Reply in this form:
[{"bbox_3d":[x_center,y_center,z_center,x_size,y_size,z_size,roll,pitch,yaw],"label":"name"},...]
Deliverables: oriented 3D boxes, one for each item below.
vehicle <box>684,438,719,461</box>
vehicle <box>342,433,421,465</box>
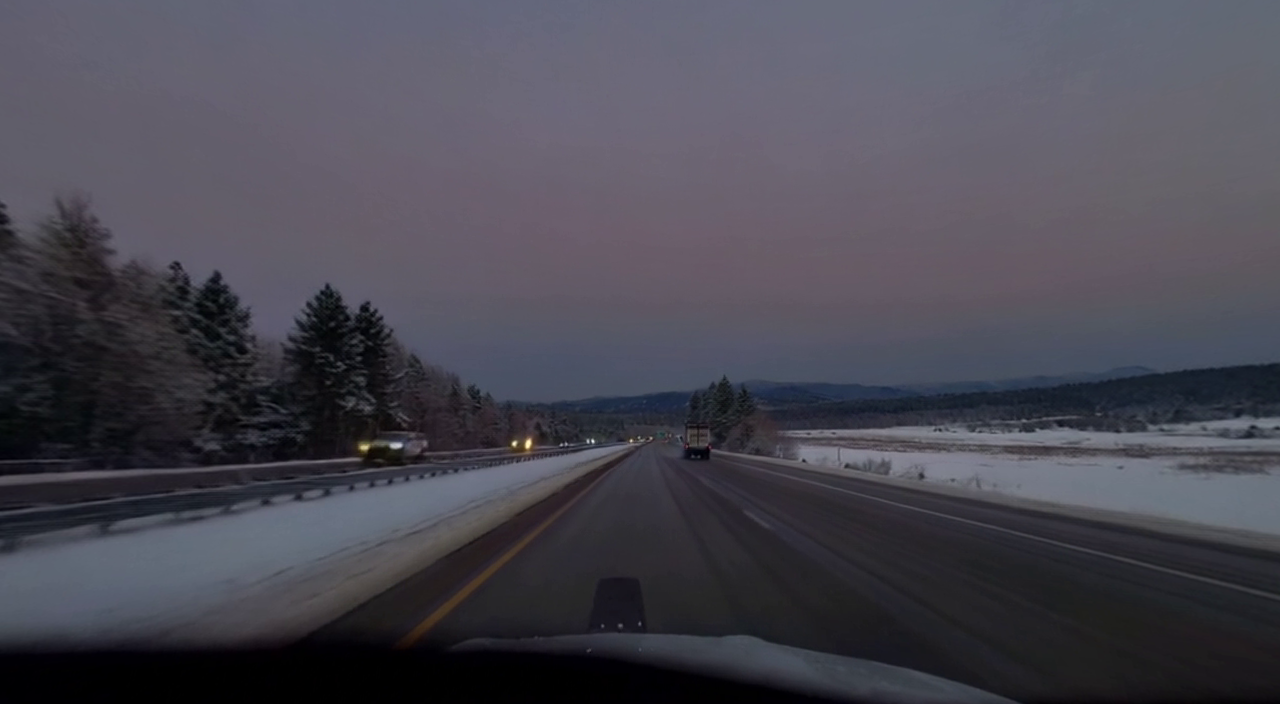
[{"bbox_3d":[4.476,7.188,46.619,2.157,1.640,4.056,0,-8,0],"label":"vehicle"},{"bbox_3d":[-16.935,6.390,41.770,2.550,1.966,6.105,0,-8,1],"label":"vehicle"}]
